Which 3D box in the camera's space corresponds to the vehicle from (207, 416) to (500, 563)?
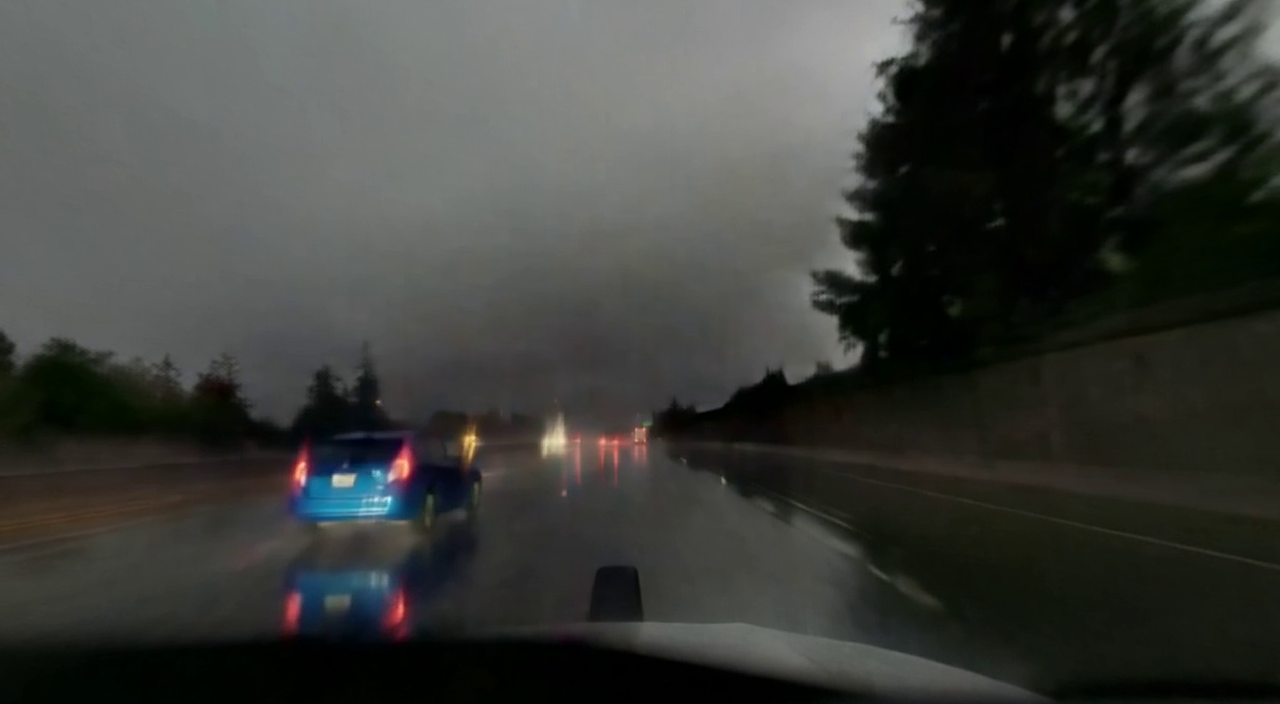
[{"bbox_3d":[-3.396,1.683,8.477,2.079,1.500,3.881,0,-8,0],"label":"vehicle"}]
